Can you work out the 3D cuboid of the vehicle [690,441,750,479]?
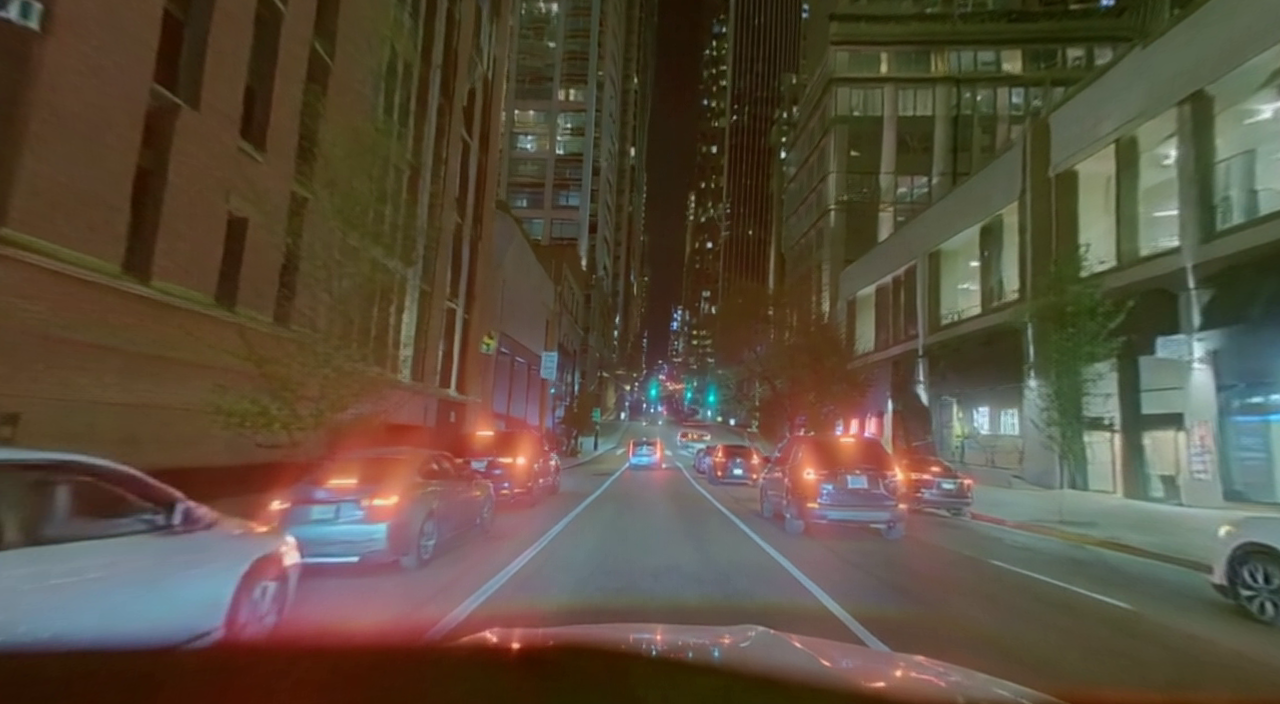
[{"bbox_3d":[3.376,4.635,27.241,1.966,1.475,4.528,0,-8,0],"label":"vehicle"}]

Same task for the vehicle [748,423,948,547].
[{"bbox_3d":[3.302,2.204,11.109,2.002,1.707,4.547,0,-8,0],"label":"vehicle"}]

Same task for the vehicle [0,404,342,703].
[{"bbox_3d":[-3.252,0.954,2.423,1.863,1.466,4.416,-1,-8,3],"label":"vehicle"}]

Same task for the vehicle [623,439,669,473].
[{"bbox_3d":[0.293,4.795,29.154,2.007,1.460,3.923,0,-8,1],"label":"vehicle"}]

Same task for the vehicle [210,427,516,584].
[{"bbox_3d":[-3.038,1.766,8.111,1.926,1.456,4.313,0,-8,1],"label":"vehicle"}]

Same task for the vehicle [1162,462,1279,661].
[{"bbox_3d":[6.354,1.643,4.347,1.913,1.624,4.116,0,-8,0],"label":"vehicle"}]
